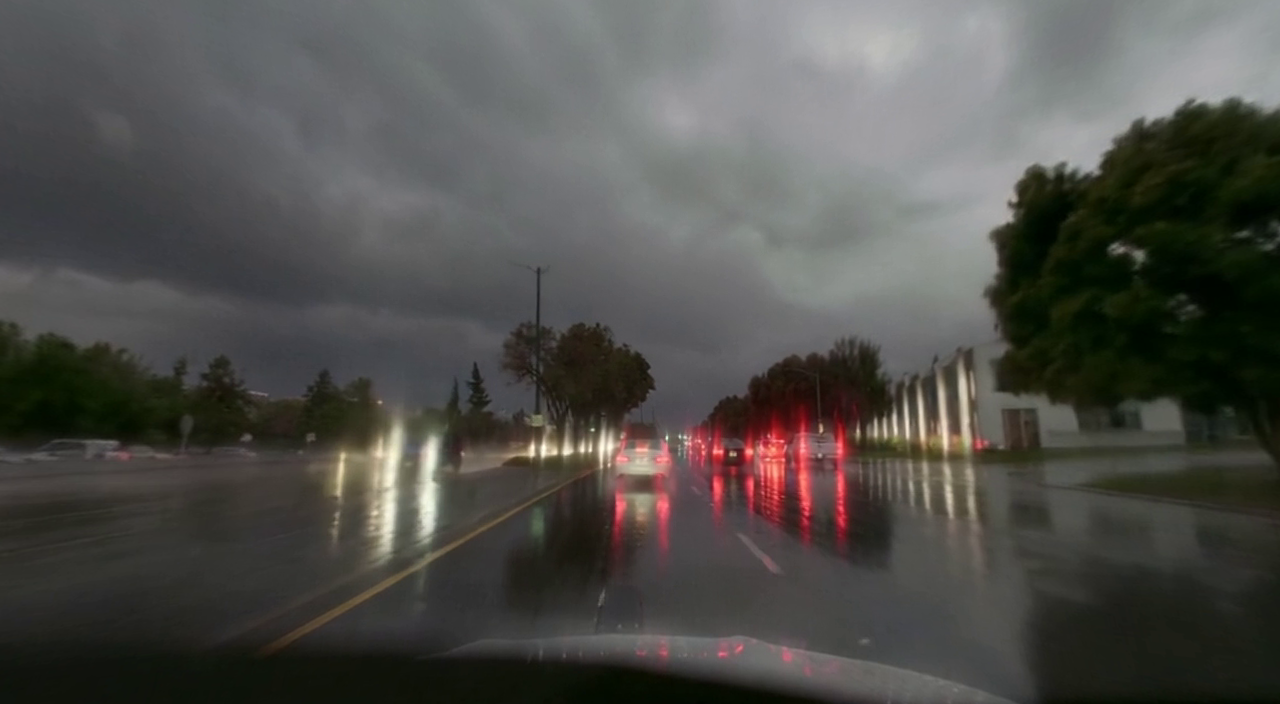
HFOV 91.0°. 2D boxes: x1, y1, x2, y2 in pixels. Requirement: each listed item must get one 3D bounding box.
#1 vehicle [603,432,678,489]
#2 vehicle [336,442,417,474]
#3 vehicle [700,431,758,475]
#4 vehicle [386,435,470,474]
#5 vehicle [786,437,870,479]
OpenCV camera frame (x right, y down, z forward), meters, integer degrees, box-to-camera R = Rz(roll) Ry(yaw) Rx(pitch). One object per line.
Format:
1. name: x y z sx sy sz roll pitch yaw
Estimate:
1. vehicle: 0.014 3.438 20.275 2.145 1.603 4.369 0 -9 0
2. vehicle: -12.828 5.182 30.958 1.915 1.456 4.636 0 -9 1
3. vehicle: 3.876 4.470 28.117 1.976 1.796 4.159 0 -9 0
4. vehicle: -9.078 4.430 27.412 2.074 1.543 4.536 0 -9 0
5. vehicle: 7.280 4.145 24.841 1.928 1.488 4.361 0 -9 0
